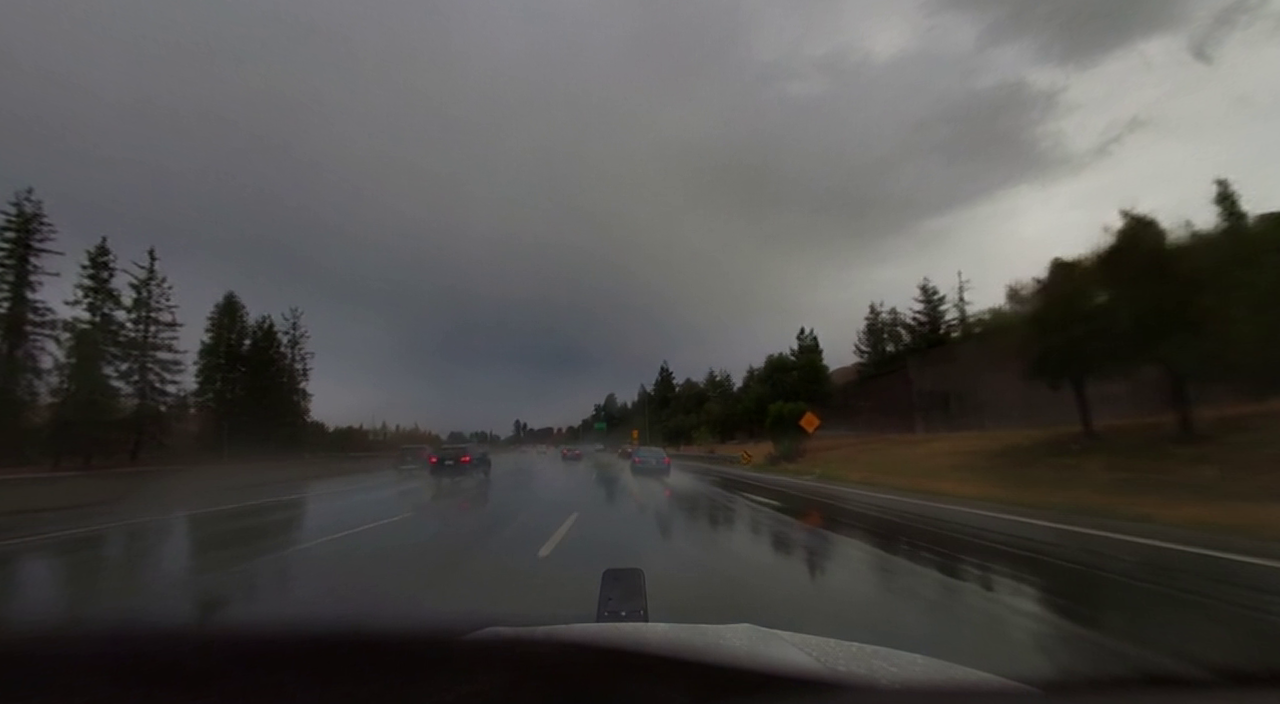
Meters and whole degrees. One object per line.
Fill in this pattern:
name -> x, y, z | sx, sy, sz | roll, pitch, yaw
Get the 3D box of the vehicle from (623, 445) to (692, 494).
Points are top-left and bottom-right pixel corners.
vehicle -> 0.472, 3.800, 20.797 | 2.051, 1.444, 3.927 | 0, -9, -2

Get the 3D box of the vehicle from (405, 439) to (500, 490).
vehicle -> -6.855, 4.176, 23.713 | 2.221, 1.693, 4.631 | 0, -9, -1

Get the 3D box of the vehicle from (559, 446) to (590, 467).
vehicle -> -5.070, 8.172, 49.494 | 2.246, 1.519, 4.980 | 1, -9, -4
